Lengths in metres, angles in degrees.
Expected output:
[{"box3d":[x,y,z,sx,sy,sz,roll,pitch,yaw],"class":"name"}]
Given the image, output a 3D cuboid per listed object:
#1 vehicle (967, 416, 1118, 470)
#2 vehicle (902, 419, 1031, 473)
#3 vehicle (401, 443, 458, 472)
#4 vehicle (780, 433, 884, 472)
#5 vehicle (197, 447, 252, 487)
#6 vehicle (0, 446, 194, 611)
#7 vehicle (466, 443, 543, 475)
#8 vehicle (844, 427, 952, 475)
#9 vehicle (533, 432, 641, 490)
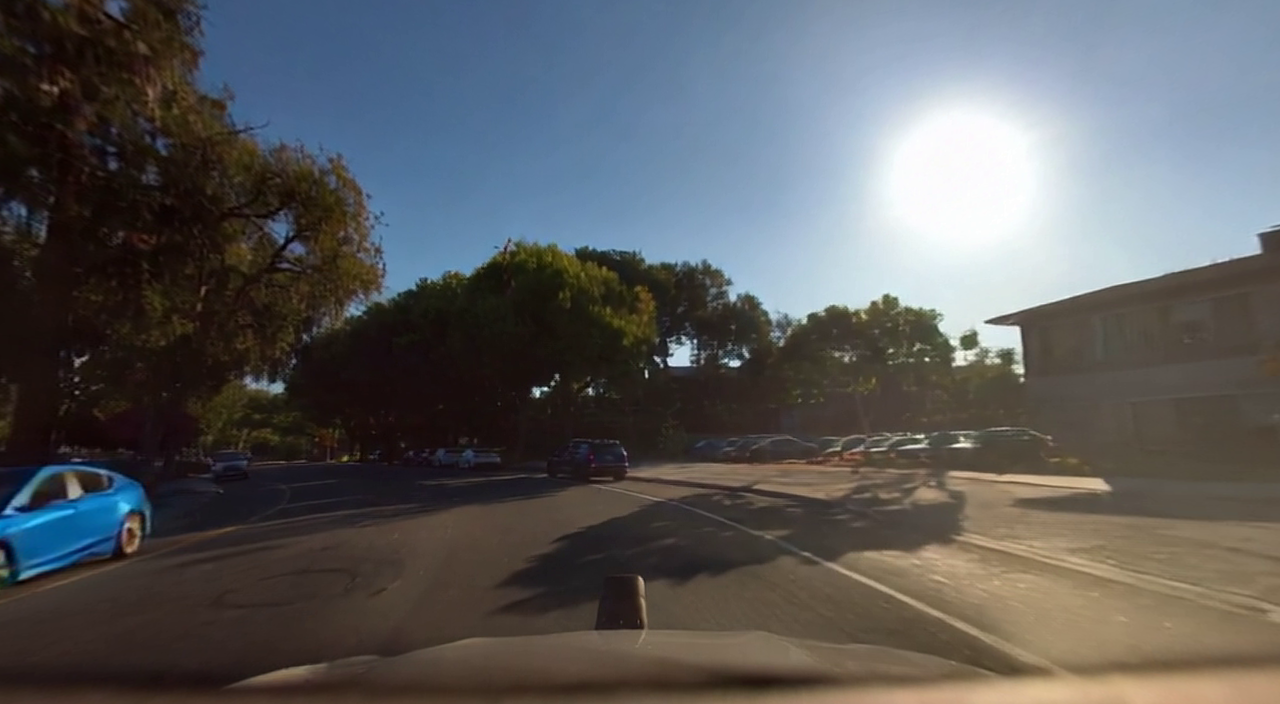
[{"box3d":[13.298,3.003,20.777,5.110,1.570,2.206,6,-10,-34],"class":"vehicle"},{"box3d":[11.804,3.333,22.822,4.372,1.723,2.229,4,-9,-34],"class":"vehicle"},{"box3d":[-14.022,6.951,41.867,2.055,1.731,4.686,6,-11,-37],"class":"vehicle"},{"box3d":[8.213,4.256,26.885,4.225,1.517,2.036,6,-11,-36],"class":"vehicle"},{"box3d":[-23.223,6.331,35.195,2.154,1.870,5.118,3,-8,-37],"class":"vehicle"},{"box3d":[-8.436,2.244,8.512,2.206,1.537,4.946,-2,-5,-13],"class":"vehicle"},{"box3d":[-7.125,5.513,32.830,2.053,1.519,4.611,6,-11,-37],"class":"vehicle"},{"box3d":[10.293,3.903,25.102,4.243,1.470,2.010,1,-9,-38],"class":"vehicle"},{"box3d":[-2.184,4.056,24.260,2.042,1.817,5.202,4,-7,-30],"class":"vehicle"}]
